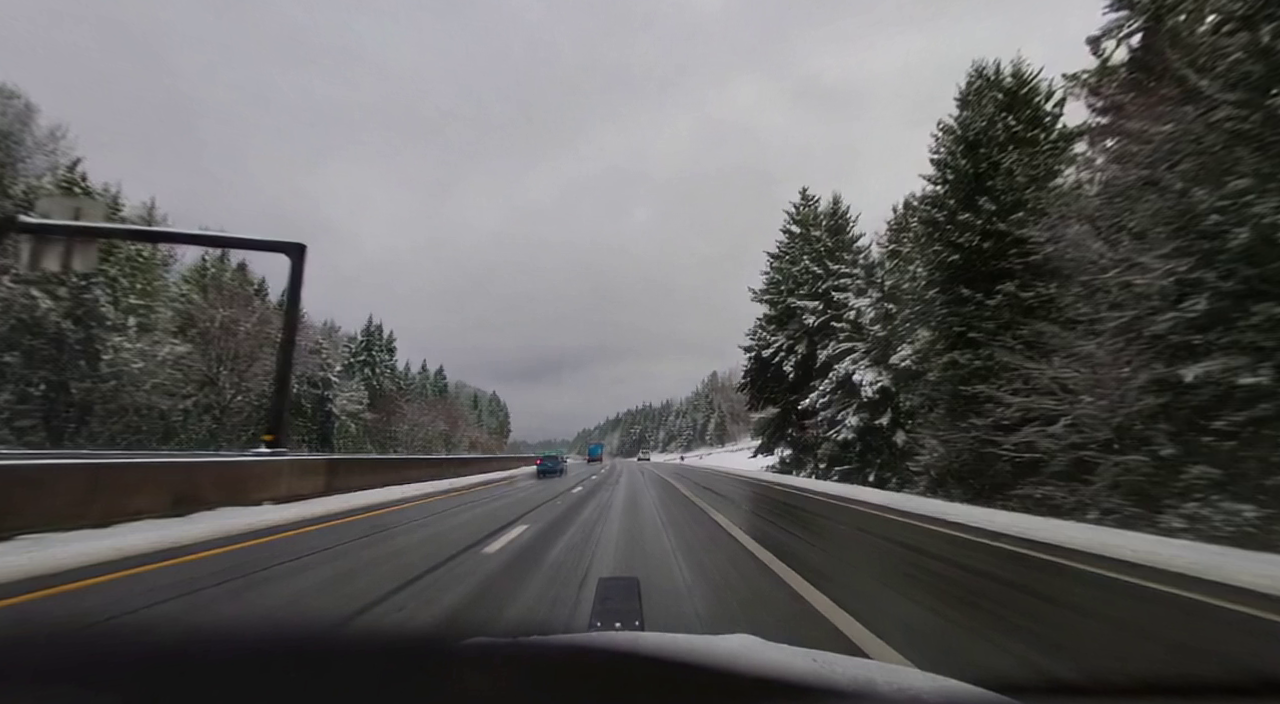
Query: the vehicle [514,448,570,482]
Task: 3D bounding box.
[{"bbox_3d":[-4.716,5.498,30.983,2.049,1.521,4.366,0,-9,0],"label":"vehicle"}]
